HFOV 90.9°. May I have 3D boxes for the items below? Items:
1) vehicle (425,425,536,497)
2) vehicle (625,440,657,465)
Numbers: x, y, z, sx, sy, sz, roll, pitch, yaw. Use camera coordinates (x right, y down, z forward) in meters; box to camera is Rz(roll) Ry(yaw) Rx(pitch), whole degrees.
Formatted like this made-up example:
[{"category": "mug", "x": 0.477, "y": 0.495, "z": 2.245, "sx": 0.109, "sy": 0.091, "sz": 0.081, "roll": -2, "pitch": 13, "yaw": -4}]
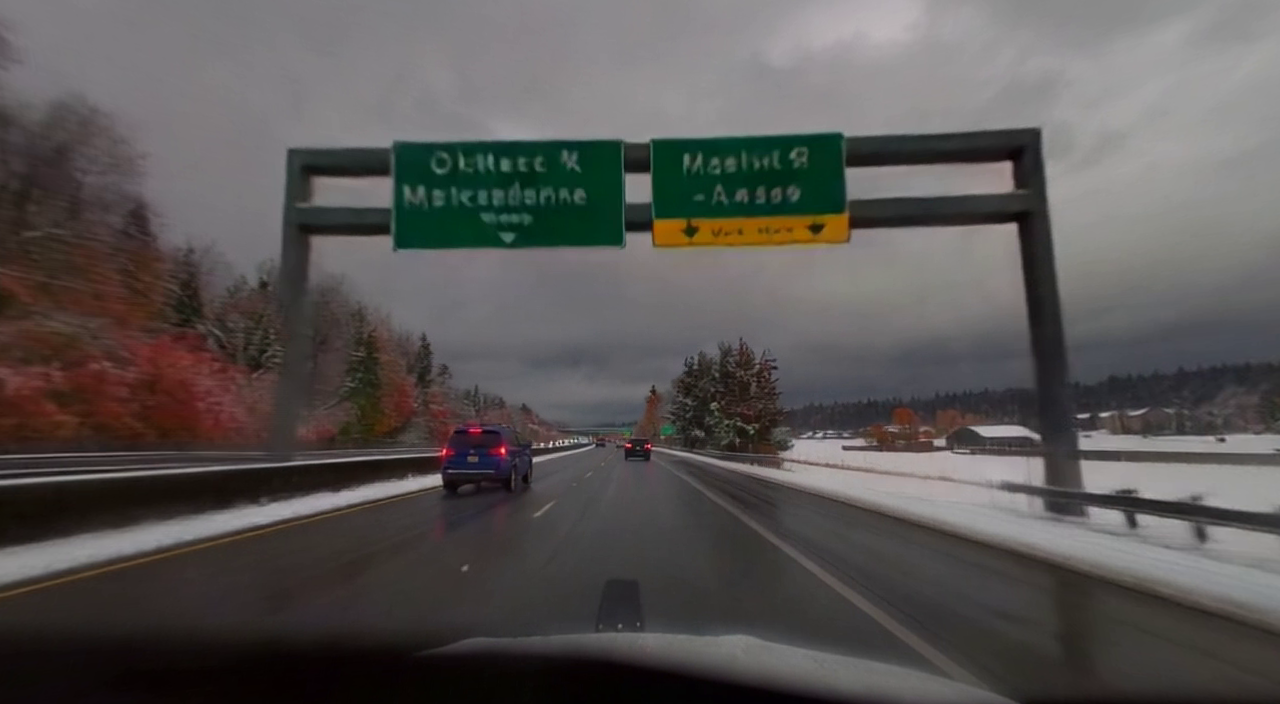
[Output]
[{"category": "vehicle", "x": -4.183, "y": 2.929, "z": 17.288, "sx": 1.924, "sy": 1.720, "sz": 4.195, "roll": 0, "pitch": -8, "yaw": 0}, {"category": "vehicle", "x": 0.024, "y": 6.438, "z": 40.509, "sx": 1.939, "sy": 1.497, "sz": 3.863, "roll": 0, "pitch": -8, "yaw": -1}]
